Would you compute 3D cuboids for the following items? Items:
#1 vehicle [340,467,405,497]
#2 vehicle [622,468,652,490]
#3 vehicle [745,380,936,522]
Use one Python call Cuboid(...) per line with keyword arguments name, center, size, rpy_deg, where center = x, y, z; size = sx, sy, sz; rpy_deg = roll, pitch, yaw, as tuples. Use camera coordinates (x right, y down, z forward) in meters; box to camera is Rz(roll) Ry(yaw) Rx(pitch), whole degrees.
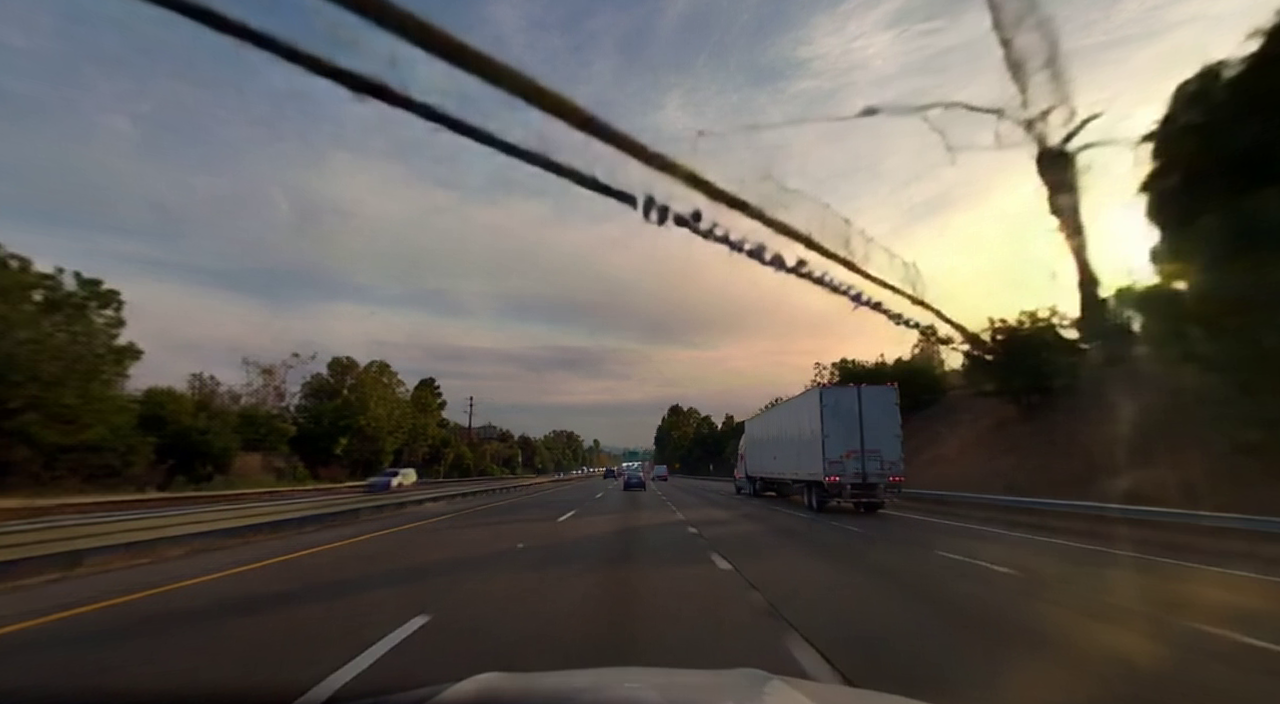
Cuboid(name="vehicle", center=(-14.957, 7.286, 35.499), size=(1.809, 1.496, 4.306), rpy_deg=(1, -11, -1))
Cuboid(name="vehicle", center=(-0.237, 9.074, 45.037), size=(2.029, 1.459, 3.684), rpy_deg=(1, -11, -1))
Cuboid(name="vehicle", center=(6.950, 4.113, 25.215), size=(2.926, 4.073, 13.836), rpy_deg=(1, -11, -1))
